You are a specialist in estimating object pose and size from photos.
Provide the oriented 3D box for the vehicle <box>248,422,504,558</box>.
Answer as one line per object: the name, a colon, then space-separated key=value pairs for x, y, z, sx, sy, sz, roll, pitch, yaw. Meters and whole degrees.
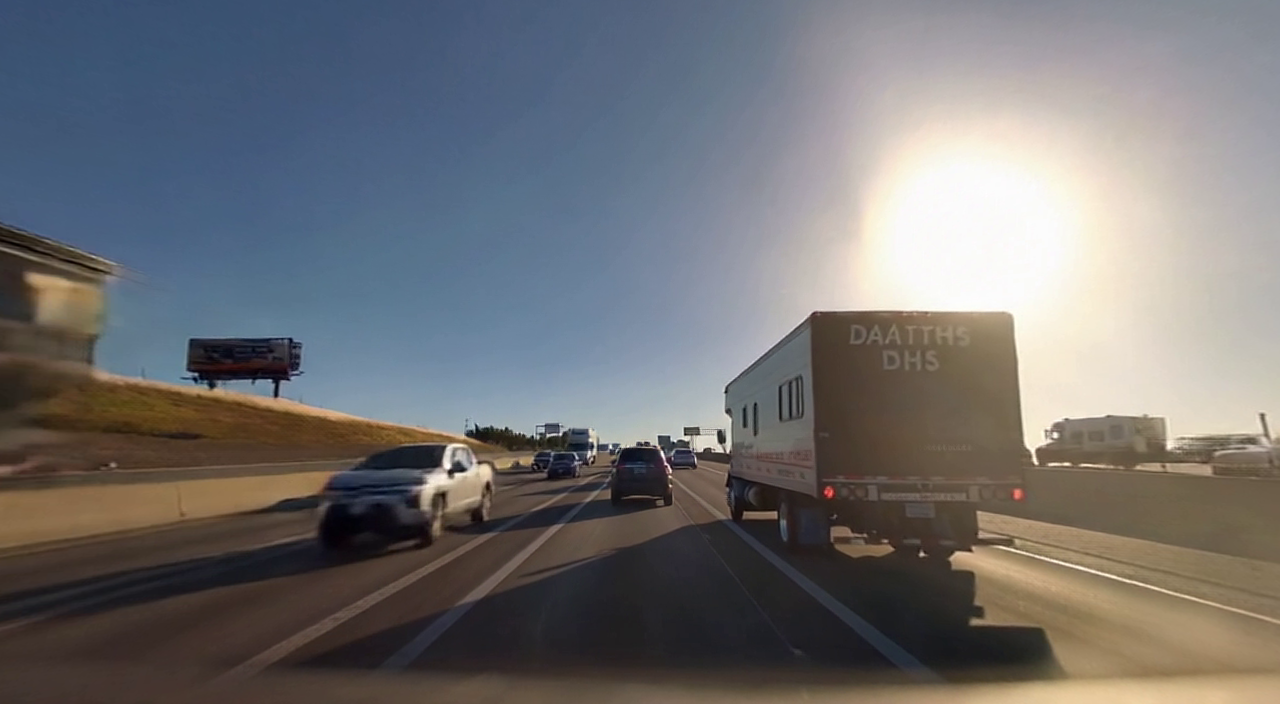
vehicle: x=-3.750 y=2.054 z=10.081 sx=2.098 sy=1.659 sz=4.432 roll=0 pitch=-9 yaw=1

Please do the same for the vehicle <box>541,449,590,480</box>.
vehicle: x=-3.785 y=5.762 z=32.514 sx=1.933 sy=1.465 sz=3.898 roll=-1 pitch=-9 yaw=2

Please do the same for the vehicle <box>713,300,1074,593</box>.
vehicle: x=2.942 y=1.467 z=10.028 sx=2.533 sy=2.942 sz=7.280 roll=0 pitch=-9 yaw=-1

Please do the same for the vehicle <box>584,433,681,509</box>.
vehicle: x=-0.140 y=3.051 z=16.542 sx=2.201 sy=1.719 sz=4.058 roll=0 pitch=-9 yaw=1
